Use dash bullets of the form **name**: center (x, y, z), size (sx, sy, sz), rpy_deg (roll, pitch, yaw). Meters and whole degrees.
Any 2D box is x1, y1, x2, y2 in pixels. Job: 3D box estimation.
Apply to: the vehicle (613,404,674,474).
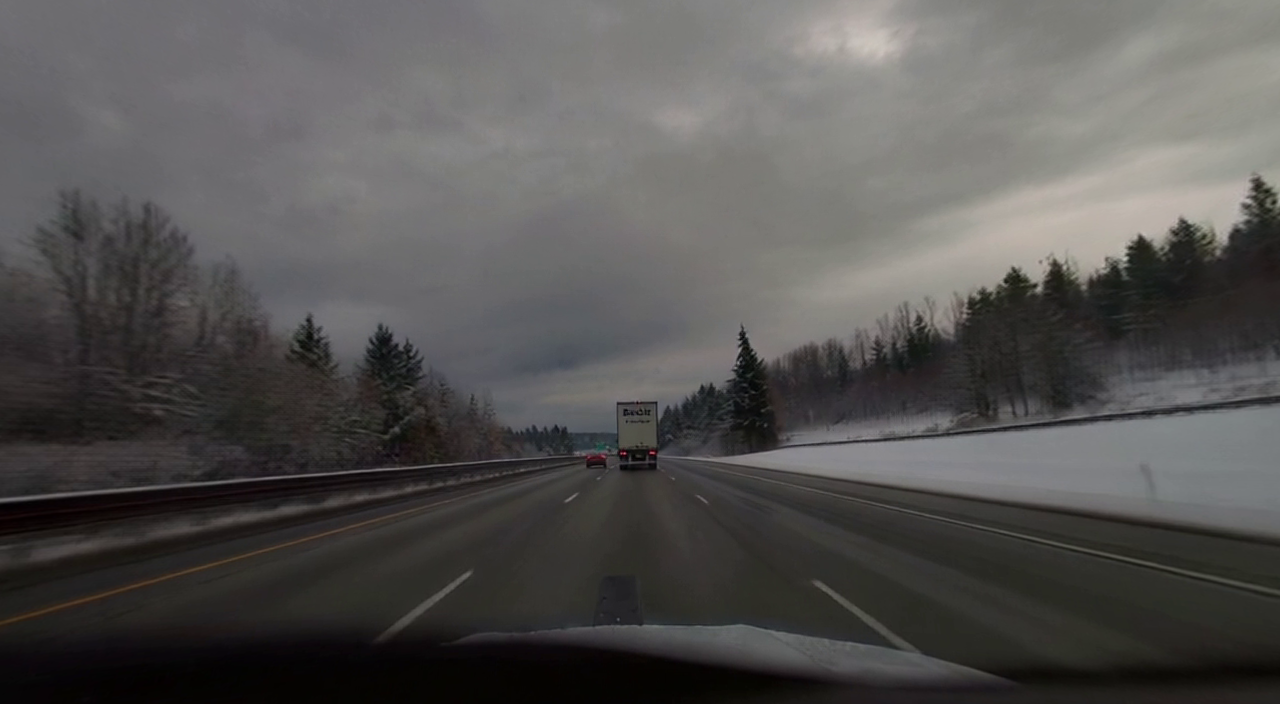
- **vehicle**: center (0.141, 6.382, 45.049), size (3.537, 4.071, 17.399), rpy_deg (0, -9, 0)
